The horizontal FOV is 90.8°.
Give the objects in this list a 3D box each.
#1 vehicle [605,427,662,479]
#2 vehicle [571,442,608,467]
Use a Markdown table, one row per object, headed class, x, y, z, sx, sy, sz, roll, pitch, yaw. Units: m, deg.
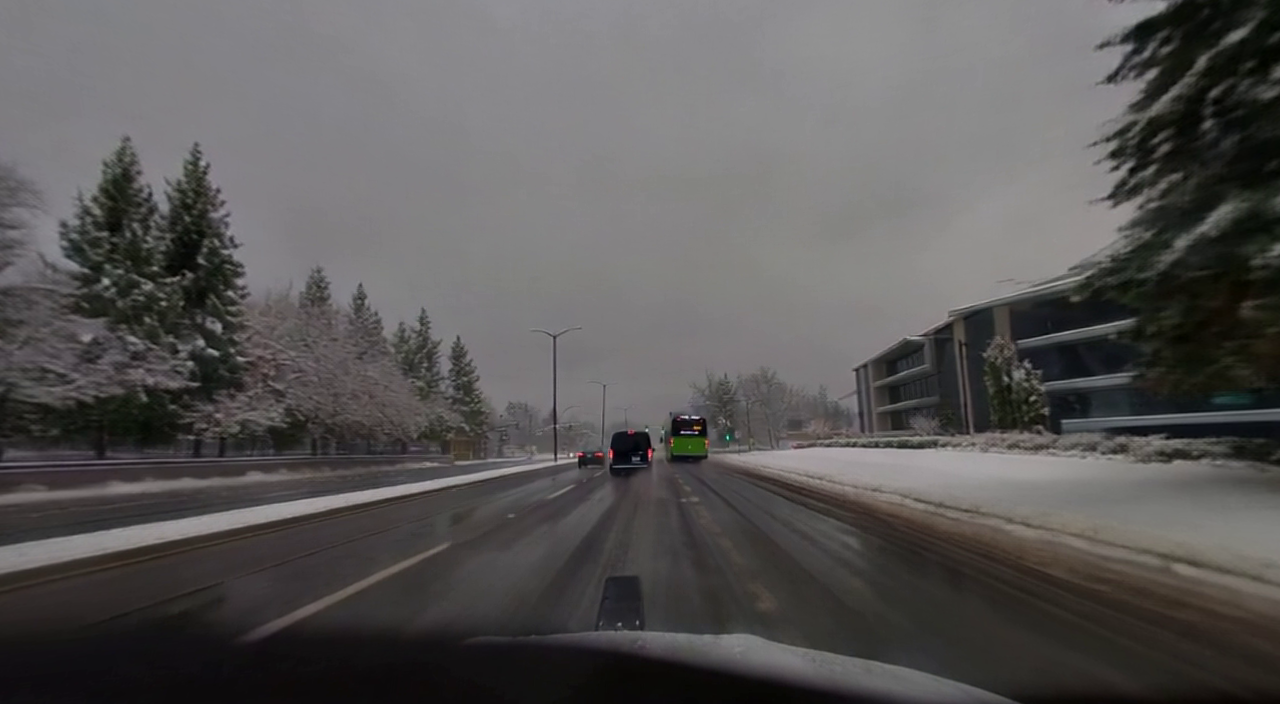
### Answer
| class | x | y | z | sx | sy | sz | roll | pitch | yaw |
| --- | --- | --- | --- | --- | --- | --- | --- | --- | --- |
| vehicle | -0.192 | 4.573 | 28.770 | 2.336 | 2.122 | 5.207 | -1 | -9 | 2 |
| vehicle | -3.498 | 7.205 | 44.537 | 2.109 | 1.672 | 4.256 | -1 | -9 | 2 |
